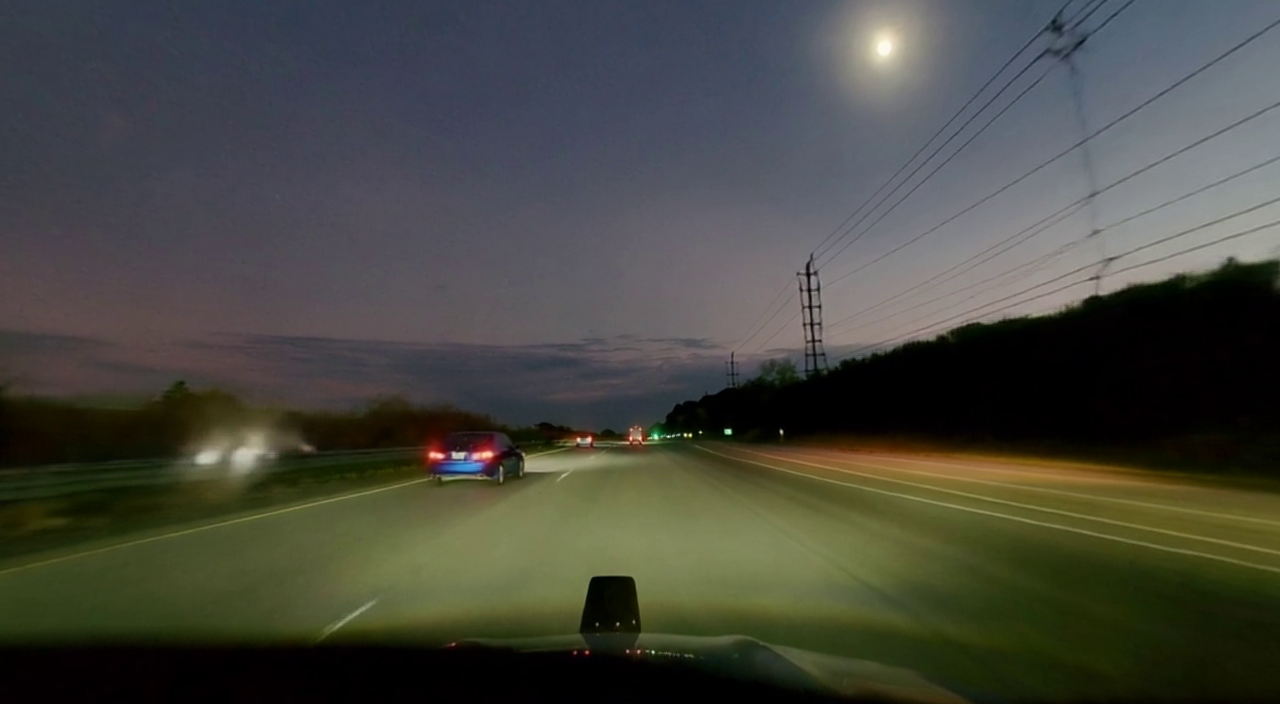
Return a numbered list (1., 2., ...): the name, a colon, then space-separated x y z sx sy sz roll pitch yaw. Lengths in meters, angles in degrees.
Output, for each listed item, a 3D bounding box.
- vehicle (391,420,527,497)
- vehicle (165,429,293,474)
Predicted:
1. vehicle: -4.130 2.485 15.174 2.023 1.580 4.259 0 -8 0
2. vehicle: -16.785 4.053 26.067 2.033 1.673 4.852 0 -8 -1
